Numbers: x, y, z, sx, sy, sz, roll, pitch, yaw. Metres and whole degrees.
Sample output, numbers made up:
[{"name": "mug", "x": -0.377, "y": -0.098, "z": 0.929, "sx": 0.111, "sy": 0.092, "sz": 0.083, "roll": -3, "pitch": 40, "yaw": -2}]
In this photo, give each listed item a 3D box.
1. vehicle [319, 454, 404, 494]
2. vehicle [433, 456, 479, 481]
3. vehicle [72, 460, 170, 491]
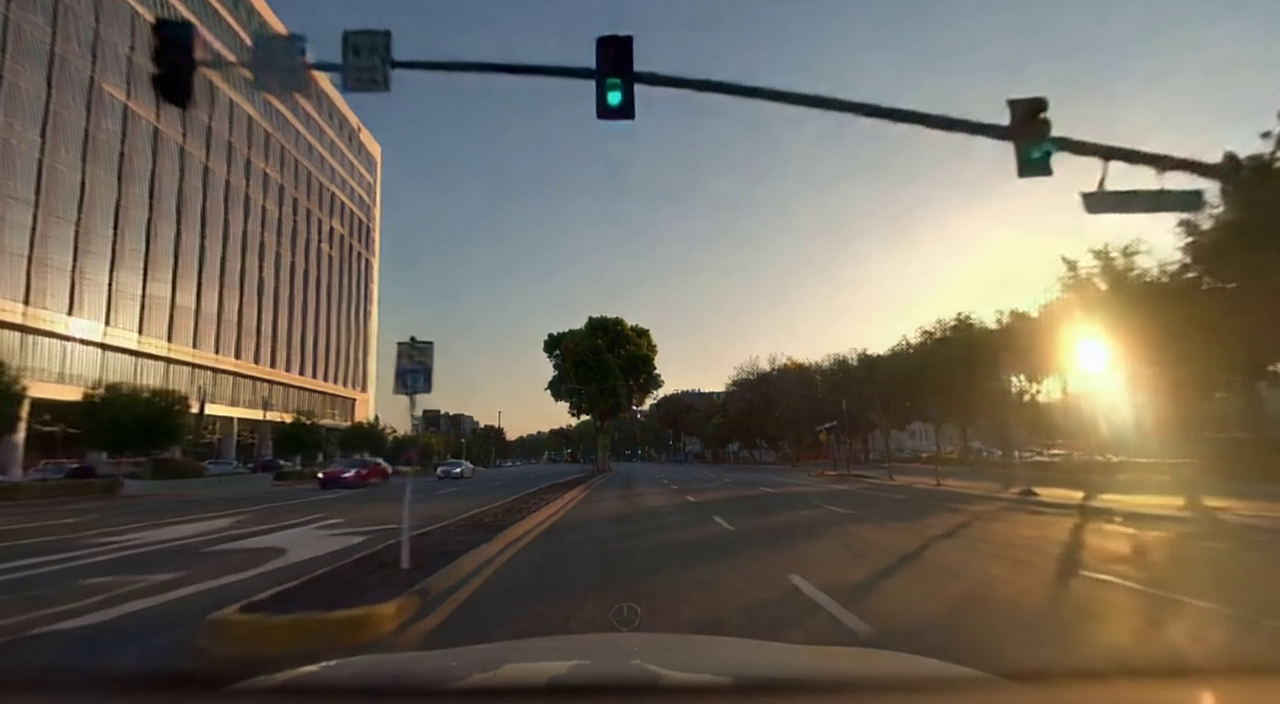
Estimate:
[{"name": "vehicle", "x": -12.935, "y": 5.662, "z": 29.663, "sx": 1.923, "sy": 1.641, "sz": 4.551, "roll": 0, "pitch": -9, "yaw": -1}, {"name": "vehicle", "x": -13.157, "y": 8.344, "z": 45.433, "sx": 2.036, "sy": 1.590, "sz": 4.495, "roll": 0, "pitch": -9, "yaw": 0}, {"name": "vehicle", "x": -32.229, "y": 7.638, "z": 39.299, "sx": 4.245, "sy": 1.642, "sz": 2.013, "roll": -2, "pitch": -9, "yaw": -3}]
